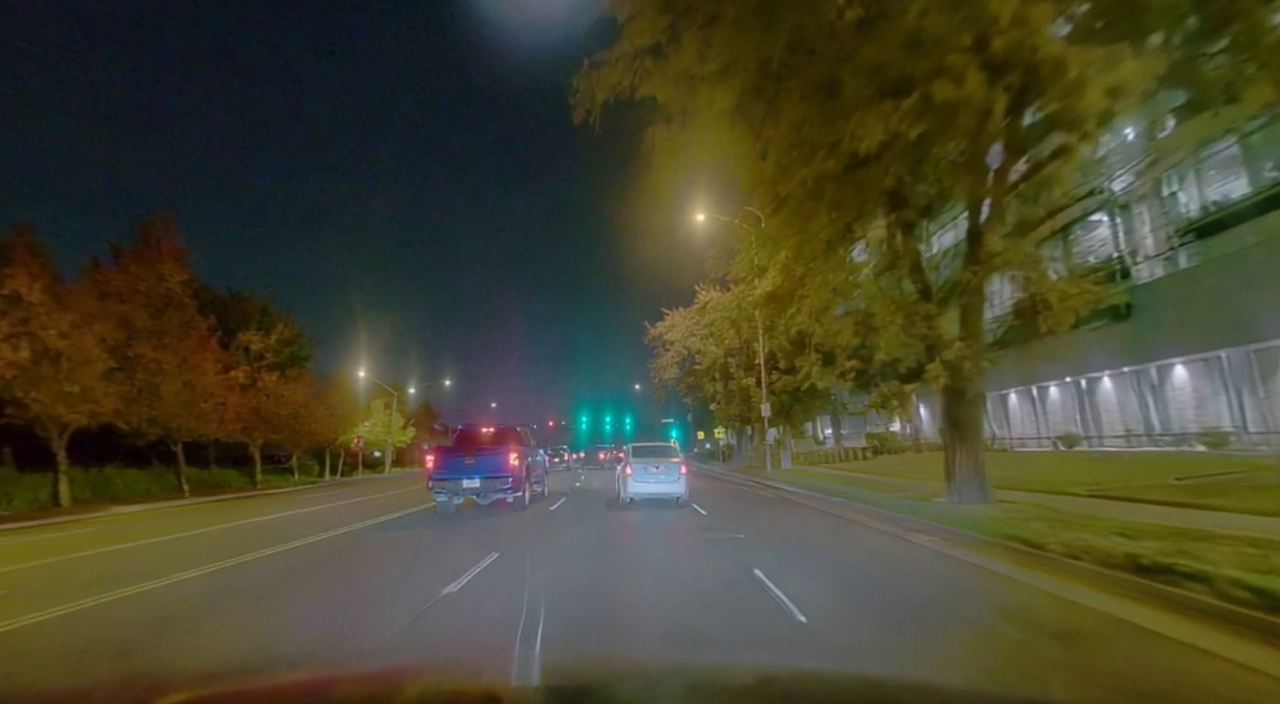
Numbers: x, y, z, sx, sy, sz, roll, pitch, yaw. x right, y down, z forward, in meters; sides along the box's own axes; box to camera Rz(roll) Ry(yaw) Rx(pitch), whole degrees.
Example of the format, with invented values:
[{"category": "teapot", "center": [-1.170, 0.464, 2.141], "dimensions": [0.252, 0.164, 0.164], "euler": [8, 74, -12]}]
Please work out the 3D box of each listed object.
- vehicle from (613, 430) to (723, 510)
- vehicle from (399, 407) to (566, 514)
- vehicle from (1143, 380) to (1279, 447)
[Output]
[{"category": "vehicle", "center": [0.468, 2.624, 14.424], "dimensions": [2.142, 1.528, 4.133], "euler": [0, -9, -2]}, {"category": "vehicle", "center": [-3.305, 2.472, 14.779], "dimensions": [2.512, 1.992, 5.725], "euler": [0, -9, -1]}, {"category": "vehicle", "center": [22.926, 2.349, 23.466], "dimensions": [6.027, 2.377, 2.245], "euler": [-5, -10, 27]}]
